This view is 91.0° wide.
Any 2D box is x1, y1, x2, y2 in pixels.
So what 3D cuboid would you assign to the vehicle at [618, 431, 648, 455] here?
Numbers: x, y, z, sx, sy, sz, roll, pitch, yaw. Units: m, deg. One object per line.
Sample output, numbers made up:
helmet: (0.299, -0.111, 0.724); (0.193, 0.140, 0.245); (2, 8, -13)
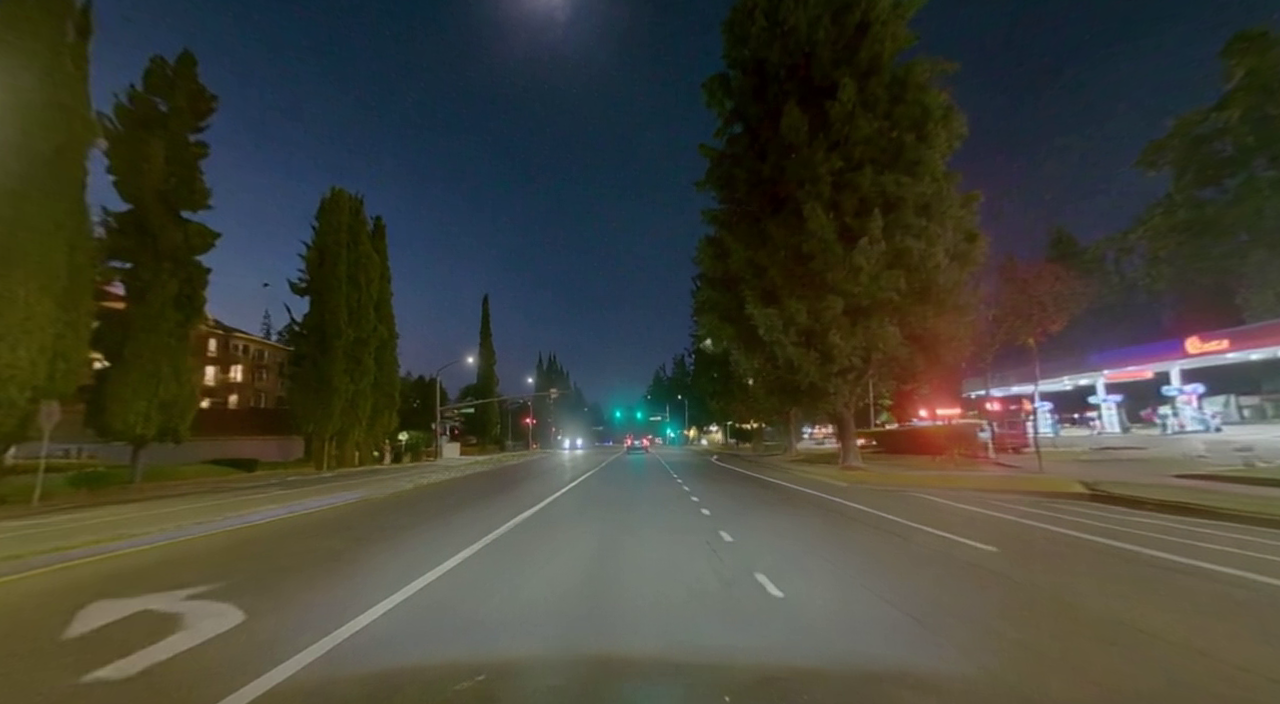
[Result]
vehicle: (-0.512, 6.907, 47.623); (2.146, 1.742, 4.095); (0, -8, -1)
